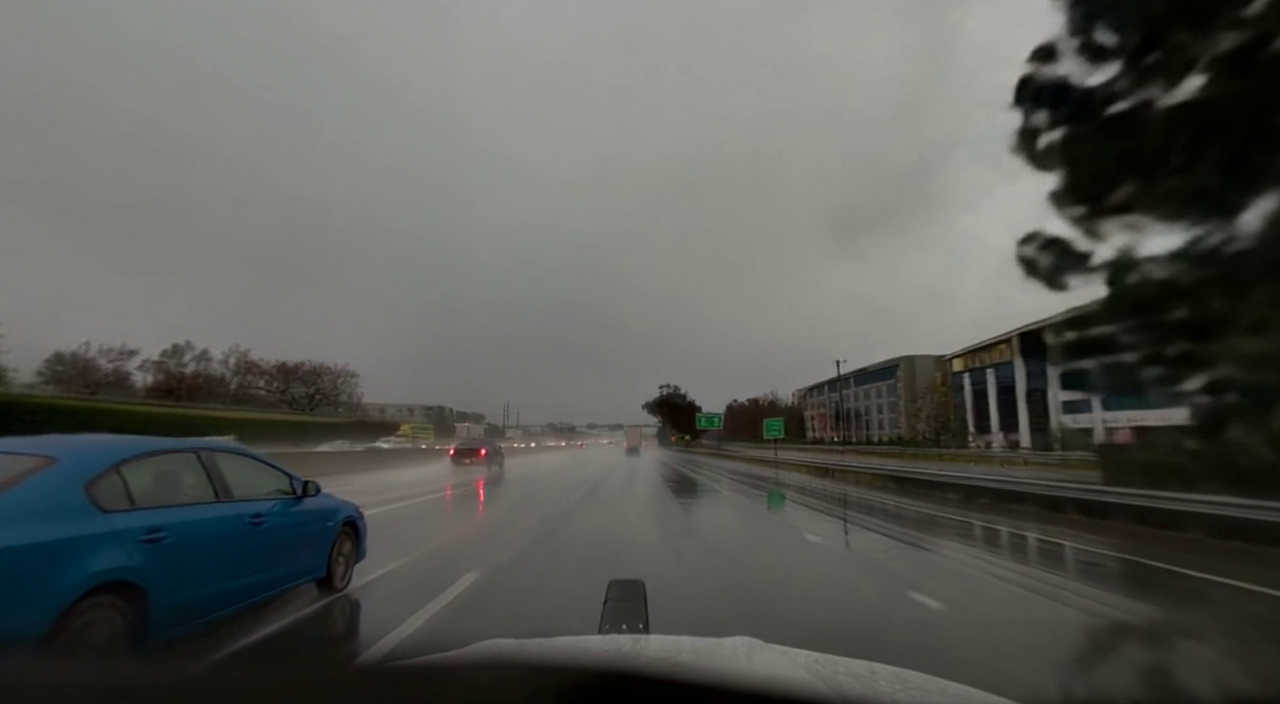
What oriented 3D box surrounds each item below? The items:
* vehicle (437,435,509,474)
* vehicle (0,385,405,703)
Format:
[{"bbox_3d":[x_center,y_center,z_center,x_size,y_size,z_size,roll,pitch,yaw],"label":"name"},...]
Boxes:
[{"bbox_3d":[-7.660,4.739,29.399,2.118,1.675,4.395,0,-8,1],"label":"vehicle"},{"bbox_3d":[-3.636,1.178,4.233,2.144,1.565,4.951,0,-8,1],"label":"vehicle"}]
